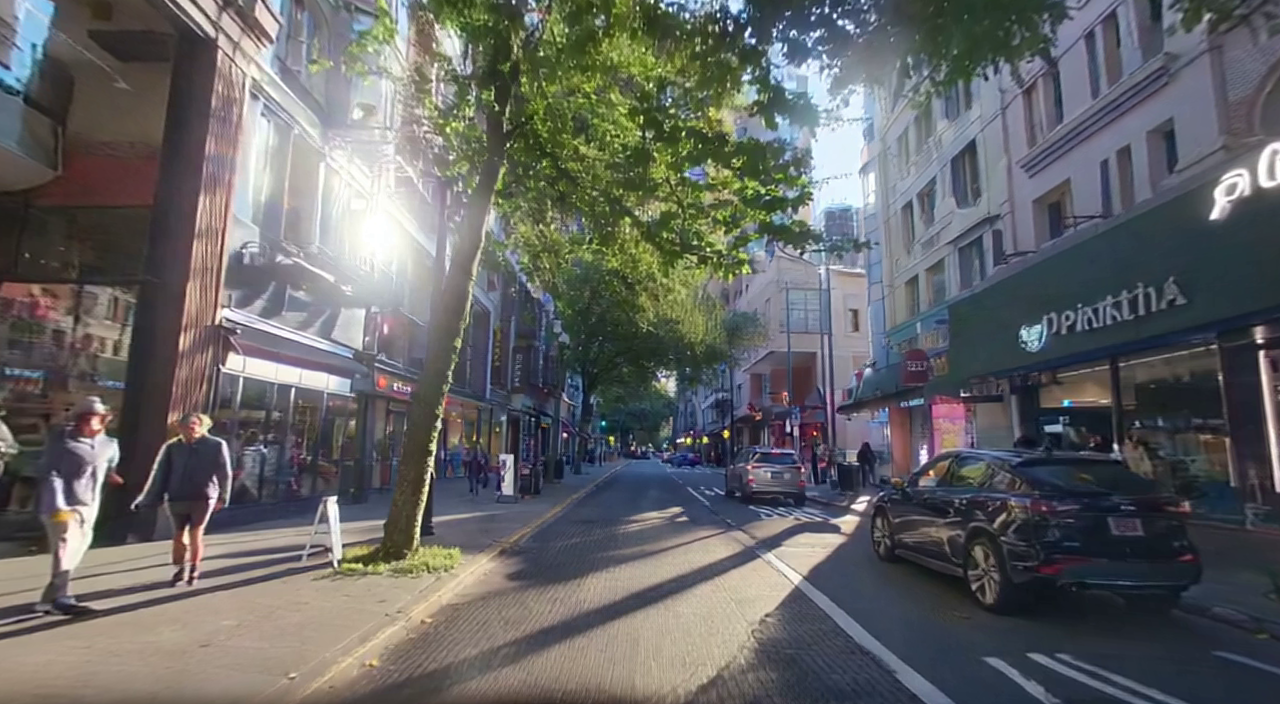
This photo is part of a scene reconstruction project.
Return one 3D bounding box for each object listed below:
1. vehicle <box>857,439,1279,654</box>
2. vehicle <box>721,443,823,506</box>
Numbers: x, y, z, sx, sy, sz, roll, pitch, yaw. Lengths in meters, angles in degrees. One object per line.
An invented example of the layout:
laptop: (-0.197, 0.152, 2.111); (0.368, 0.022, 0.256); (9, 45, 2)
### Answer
vehicle: (4.109, 1.699, 6.719); (1.977, 1.478, 4.458); (0, -9, 0)
vehicle: (3.622, 3.441, 18.241); (1.971, 1.559, 4.326); (0, -9, -1)
